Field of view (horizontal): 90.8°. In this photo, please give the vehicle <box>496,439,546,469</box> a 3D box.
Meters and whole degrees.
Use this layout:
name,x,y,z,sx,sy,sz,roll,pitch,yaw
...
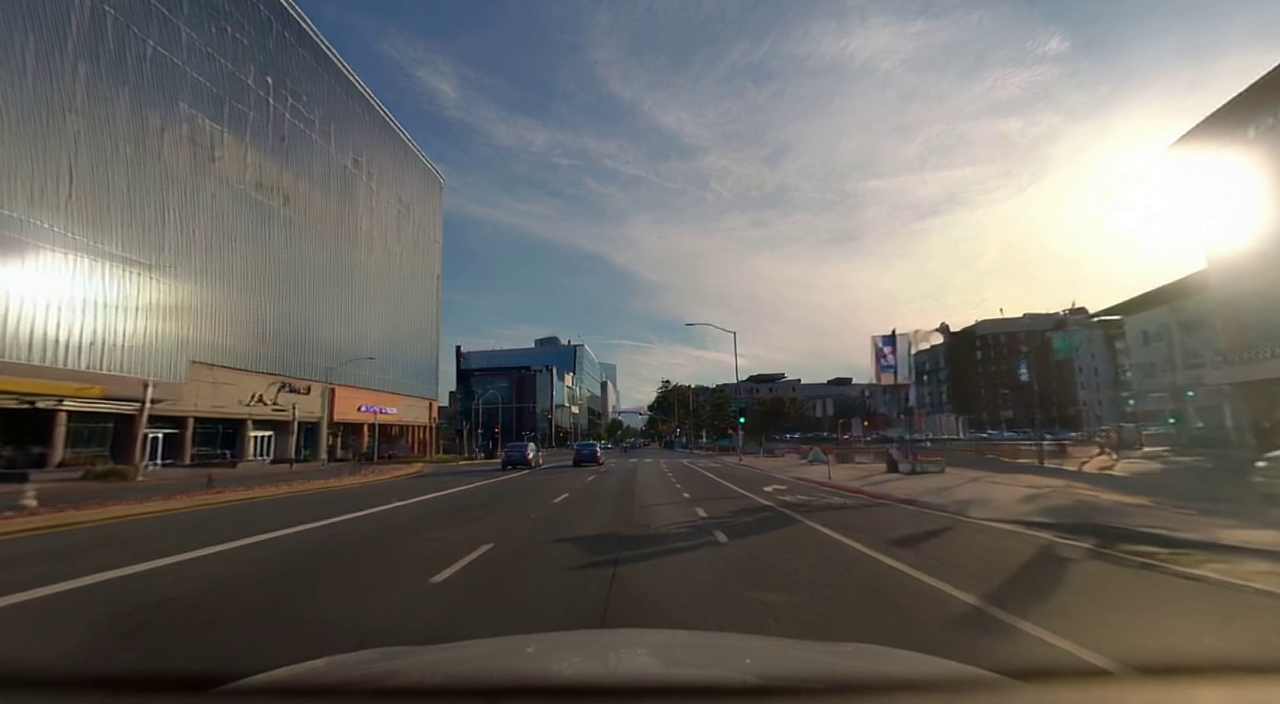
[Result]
name,x,y,z,sx,sy,sz,roll,pitch,yaw
vehicle,-6.696,5.793,36.027,1.909,1.605,4.561,0,-8,1

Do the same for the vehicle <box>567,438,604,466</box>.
name,x,y,z,sx,sy,sz,roll,pitch,yaw
vehicle,-3.528,6.592,41.814,2.052,1.729,4.195,0,-8,1
